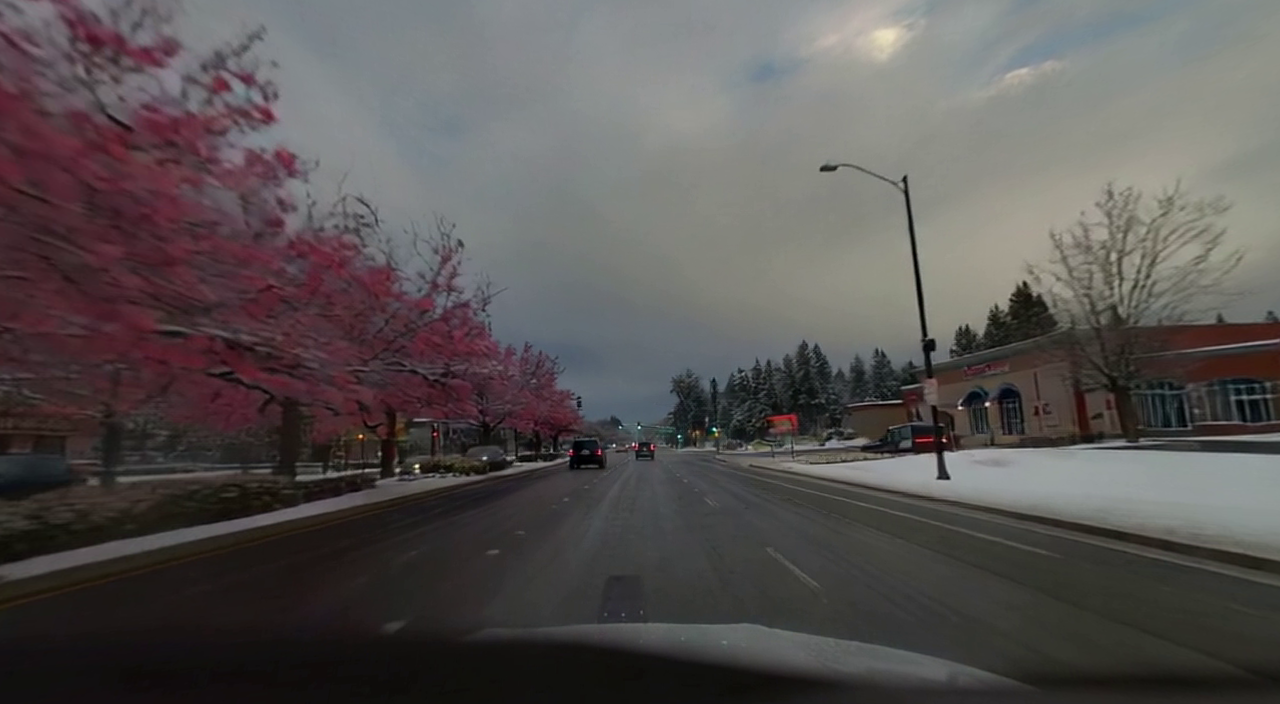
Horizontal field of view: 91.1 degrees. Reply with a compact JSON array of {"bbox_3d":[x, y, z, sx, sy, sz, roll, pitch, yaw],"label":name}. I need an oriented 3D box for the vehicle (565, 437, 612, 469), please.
[{"bbox_3d":[-3.155,6.366,39.769,2.453,1.844,4.751,0,-8,1],"label":"vehicle"}]

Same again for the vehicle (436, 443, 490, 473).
[{"bbox_3d":[-11.411,6.840,40.869,2.049,1.797,4.679,0,-8,1],"label":"vehicle"}]

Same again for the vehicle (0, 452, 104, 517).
[{"bbox_3d":[-18.273,3.716,17.754,2.111,1.702,4.543,0,-8,1],"label":"vehicle"}]
